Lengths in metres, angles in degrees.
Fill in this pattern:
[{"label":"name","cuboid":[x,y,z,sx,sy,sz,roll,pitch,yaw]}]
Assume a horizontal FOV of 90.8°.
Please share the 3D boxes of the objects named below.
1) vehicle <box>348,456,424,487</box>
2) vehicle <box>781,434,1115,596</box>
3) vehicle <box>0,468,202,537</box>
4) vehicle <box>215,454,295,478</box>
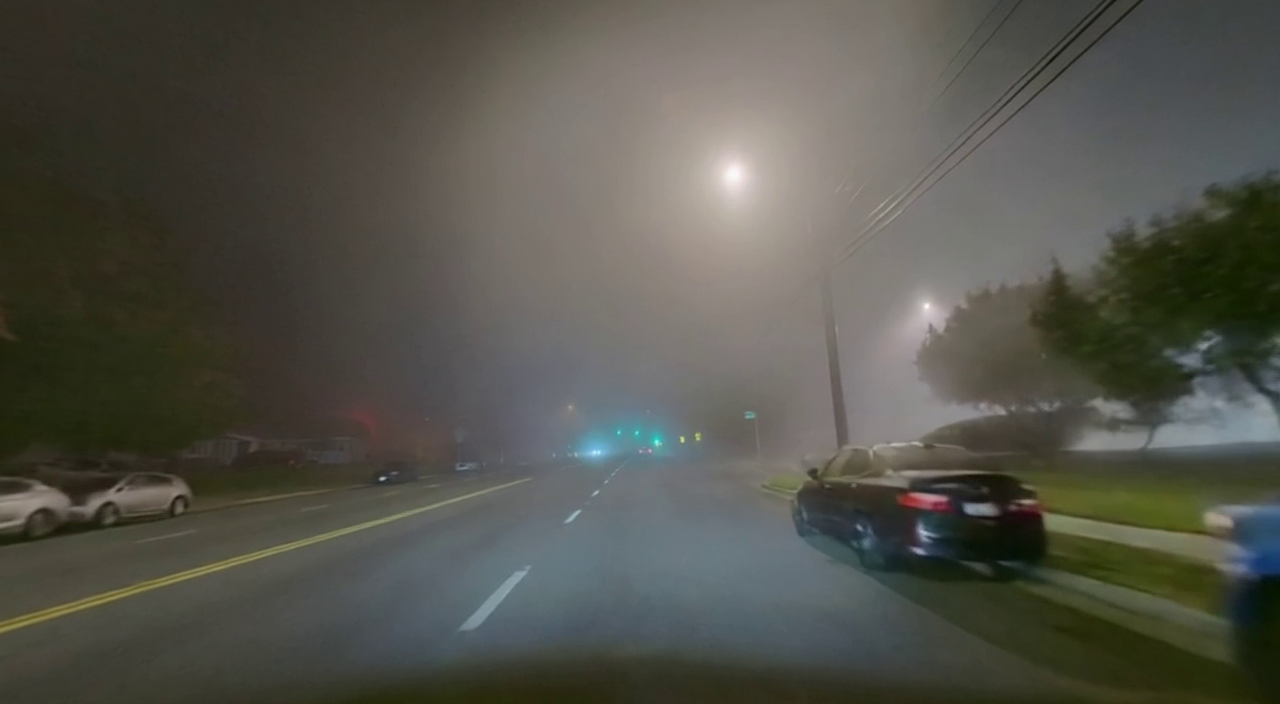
[{"label":"vehicle","cuboid":[-13.624,6.428,34.241,1.901,1.481,4.636,-1,-9,4]},{"label":"vehicle","cuboid":[3.491,1.924,8.528,2.093,1.524,4.835,0,-8,0]},{"label":"vehicle","cuboid":[-13.779,3.780,16.356,1.802,1.402,4.251,-1,-9,0]},{"label":"vehicle","cuboid":[-24.185,7.187,39.780,3.894,1.459,1.638,1,-12,0]}]
